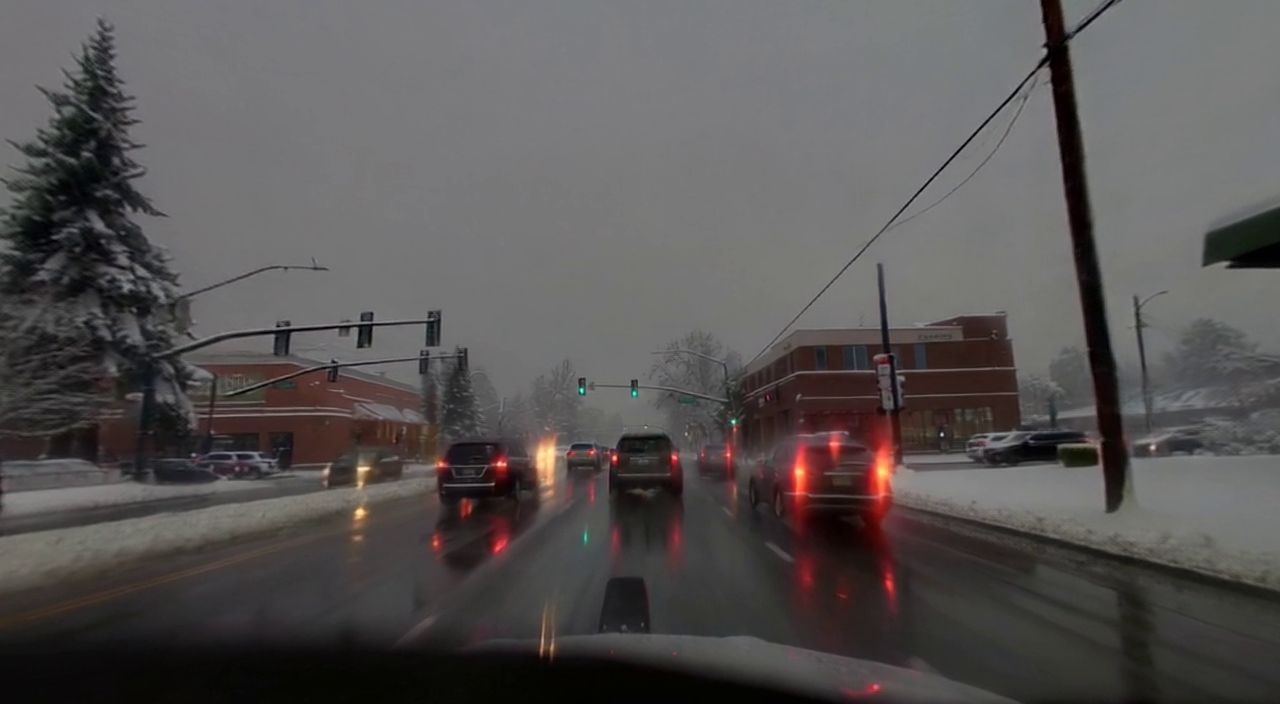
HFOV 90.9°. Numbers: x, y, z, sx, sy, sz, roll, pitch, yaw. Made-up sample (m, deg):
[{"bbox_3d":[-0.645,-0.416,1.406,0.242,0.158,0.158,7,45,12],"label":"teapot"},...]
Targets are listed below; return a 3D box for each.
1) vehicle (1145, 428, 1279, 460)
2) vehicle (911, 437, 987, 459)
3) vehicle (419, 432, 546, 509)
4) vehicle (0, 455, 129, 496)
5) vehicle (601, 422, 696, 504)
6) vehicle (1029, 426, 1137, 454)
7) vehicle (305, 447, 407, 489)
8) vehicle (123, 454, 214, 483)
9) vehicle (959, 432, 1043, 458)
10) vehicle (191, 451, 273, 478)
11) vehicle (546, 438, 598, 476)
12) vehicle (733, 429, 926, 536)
[{"bbox_3d":[29.089,4.701,32.141,4.736,1.526,1.878,-2,-9,12],"label":"vehicle"},{"bbox_3d":[21.579,6.738,44.148,4.315,1.461,1.803,-1,-9,7],"label":"vehicle"},{"bbox_3d":[-3.638,2.811,15.393,1.886,1.599,4.247,0,-8,2],"label":"vehicle"},{"bbox_3d":[-29.891,6.150,31.754,2.021,1.802,5.987,-5,-10,30],"label":"vehicle"},{"bbox_3d":[0.226,2.731,15.894,2.075,1.770,4.018,0,-8,1],"label":"vehicle"},{"bbox_3d":[29.986,6.019,42.811,5.516,1.780,2.064,-2,-9,9],"label":"vehicle"},{"bbox_3d":[-11.279,4.606,25.432,1.900,1.494,4.489,0,-8,2],"label":"vehicle"},{"bbox_3d":[-29.544,7.276,39.574,4.337,1.690,1.875,-2,-8,5],"label":"vehicle"},{"bbox_3d":[23.326,6.013,40.817,4.236,1.617,1.832,-1,-9,10],"label":"vehicle"},{"bbox_3d":[-27.495,7.569,42.518,4.221,1.703,1.930,-1,-8,5],"label":"vehicle"},{"bbox_3d":[-3.070,4.842,29.278,1.894,1.642,3.861,0,-8,2],"label":"vehicle"},{"bbox_3d":[2.989,2.160,11.093,2.030,1.492,4.383,0,-8,0],"label":"vehicle"}]
